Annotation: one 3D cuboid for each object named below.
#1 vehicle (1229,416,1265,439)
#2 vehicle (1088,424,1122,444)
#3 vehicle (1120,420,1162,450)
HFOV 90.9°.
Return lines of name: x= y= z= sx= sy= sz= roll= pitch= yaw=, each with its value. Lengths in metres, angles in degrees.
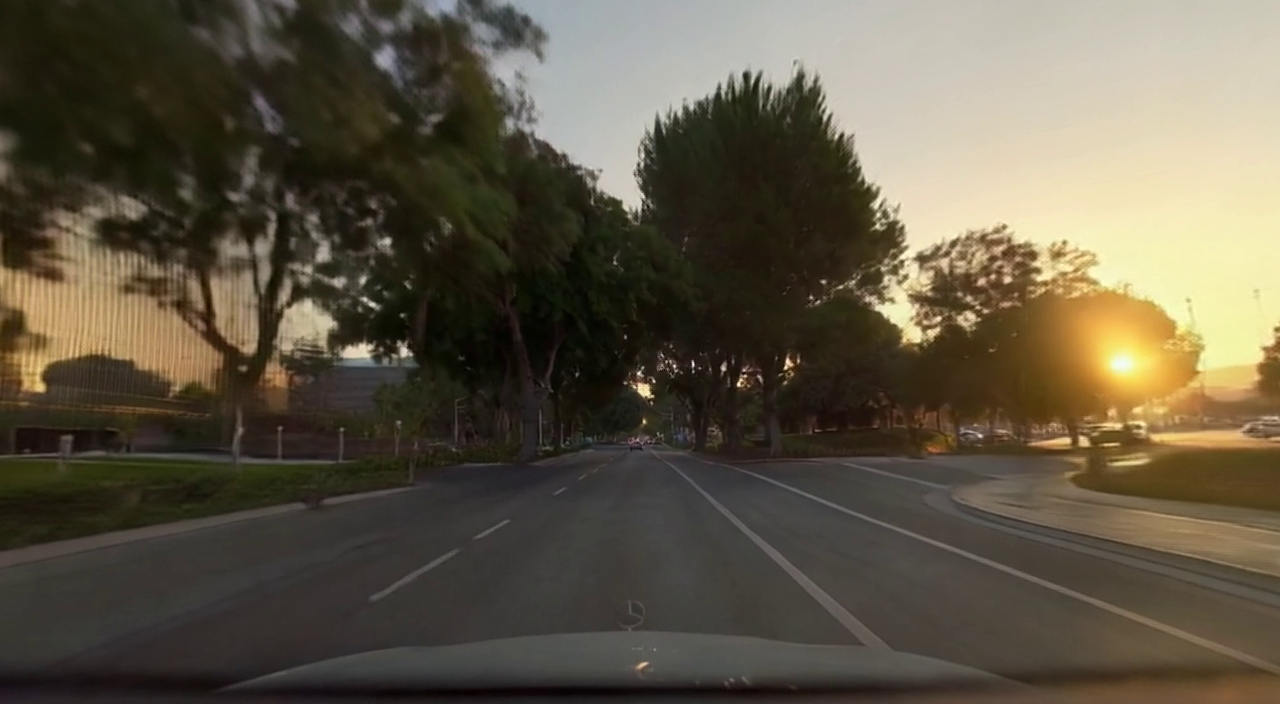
vehicle: x=41.970 y=5.217 z=43.605 sx=1.545 sy=1.512 sz=3.318 roll=-4 pitch=-7 yaw=41
vehicle: x=35.334 y=6.233 z=47.872 sx=1.828 sy=1.443 sz=3.905 roll=-6 pitch=-9 yaw=38
vehicle: x=32.318 y=5.400 z=40.602 sx=1.856 sy=1.730 sz=4.156 roll=-9 pitch=-13 yaw=38
